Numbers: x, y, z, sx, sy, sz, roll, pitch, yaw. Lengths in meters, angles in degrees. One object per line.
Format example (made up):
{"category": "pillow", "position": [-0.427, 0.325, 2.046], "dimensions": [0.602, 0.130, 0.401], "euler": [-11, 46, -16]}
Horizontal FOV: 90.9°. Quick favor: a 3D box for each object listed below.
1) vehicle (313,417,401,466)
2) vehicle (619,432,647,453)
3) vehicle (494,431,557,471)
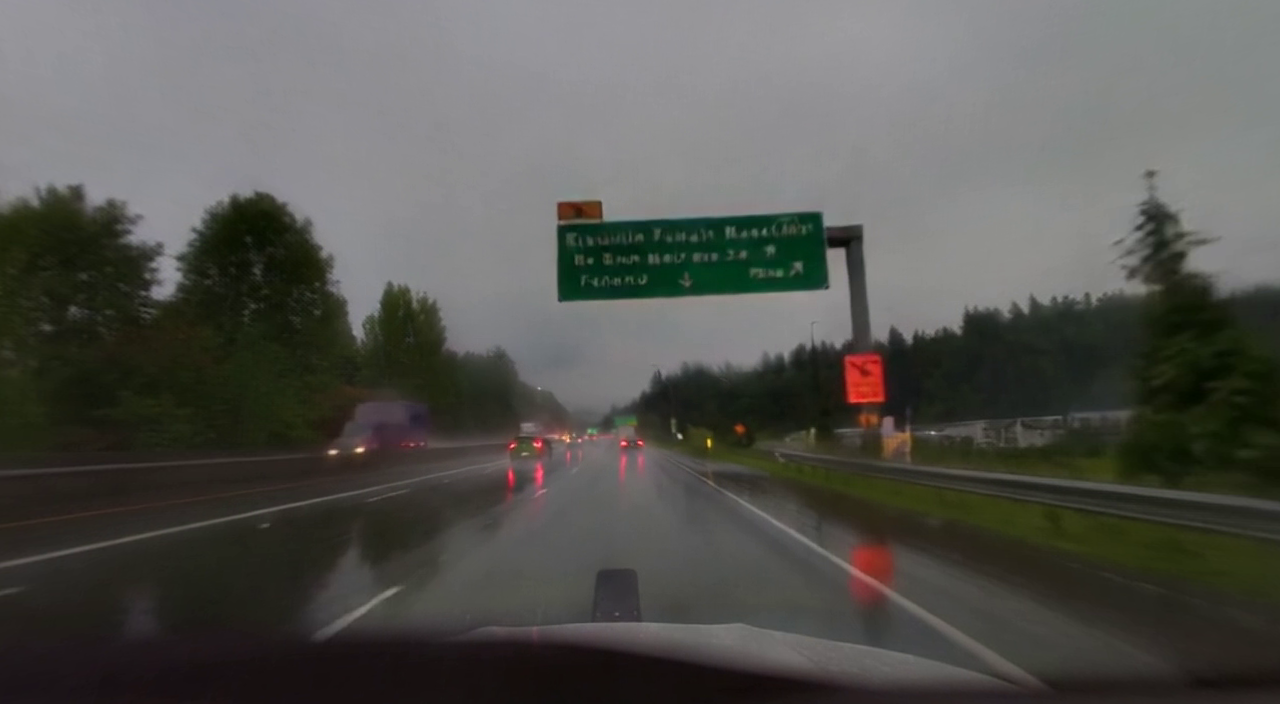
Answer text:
{"category": "vehicle", "position": [-17.915, 5.726, 40.378], "dimensions": [2.615, 2.860, 6.648], "euler": [0, -8, -1]}
{"category": "vehicle", "position": [-0.549, 7.030, 48.879], "dimensions": [2.139, 1.561, 4.060], "euler": [0, -8, -1]}
{"category": "vehicle", "position": [-4.607, 4.028, 25.963], "dimensions": [1.959, 1.514, 3.668], "euler": [0, -8, -1]}
